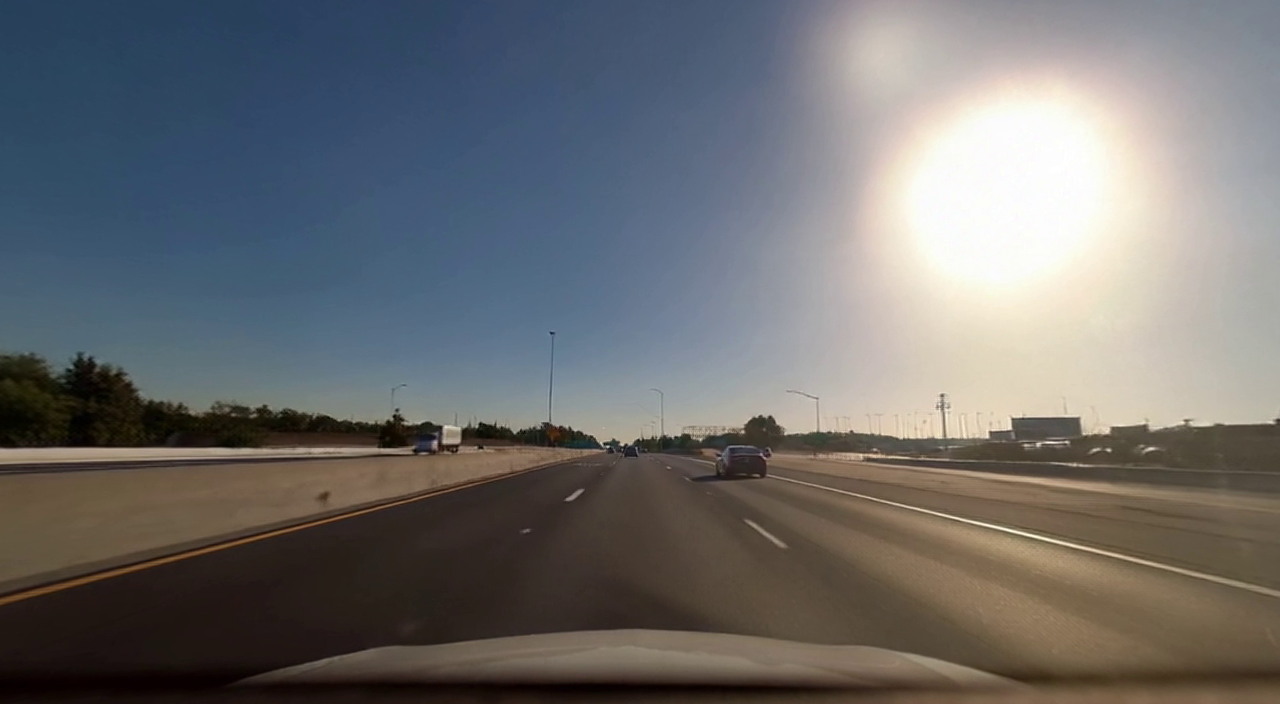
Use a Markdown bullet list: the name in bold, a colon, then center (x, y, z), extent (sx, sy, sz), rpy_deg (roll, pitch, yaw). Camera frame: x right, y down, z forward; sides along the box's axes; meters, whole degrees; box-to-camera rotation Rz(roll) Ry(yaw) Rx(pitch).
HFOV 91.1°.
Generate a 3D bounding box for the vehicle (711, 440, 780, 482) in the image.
- **vehicle**: center (4.183, 4.418, 25.577), extent (1.984, 1.540, 3.973), rpy_deg (0, -9, -1)
